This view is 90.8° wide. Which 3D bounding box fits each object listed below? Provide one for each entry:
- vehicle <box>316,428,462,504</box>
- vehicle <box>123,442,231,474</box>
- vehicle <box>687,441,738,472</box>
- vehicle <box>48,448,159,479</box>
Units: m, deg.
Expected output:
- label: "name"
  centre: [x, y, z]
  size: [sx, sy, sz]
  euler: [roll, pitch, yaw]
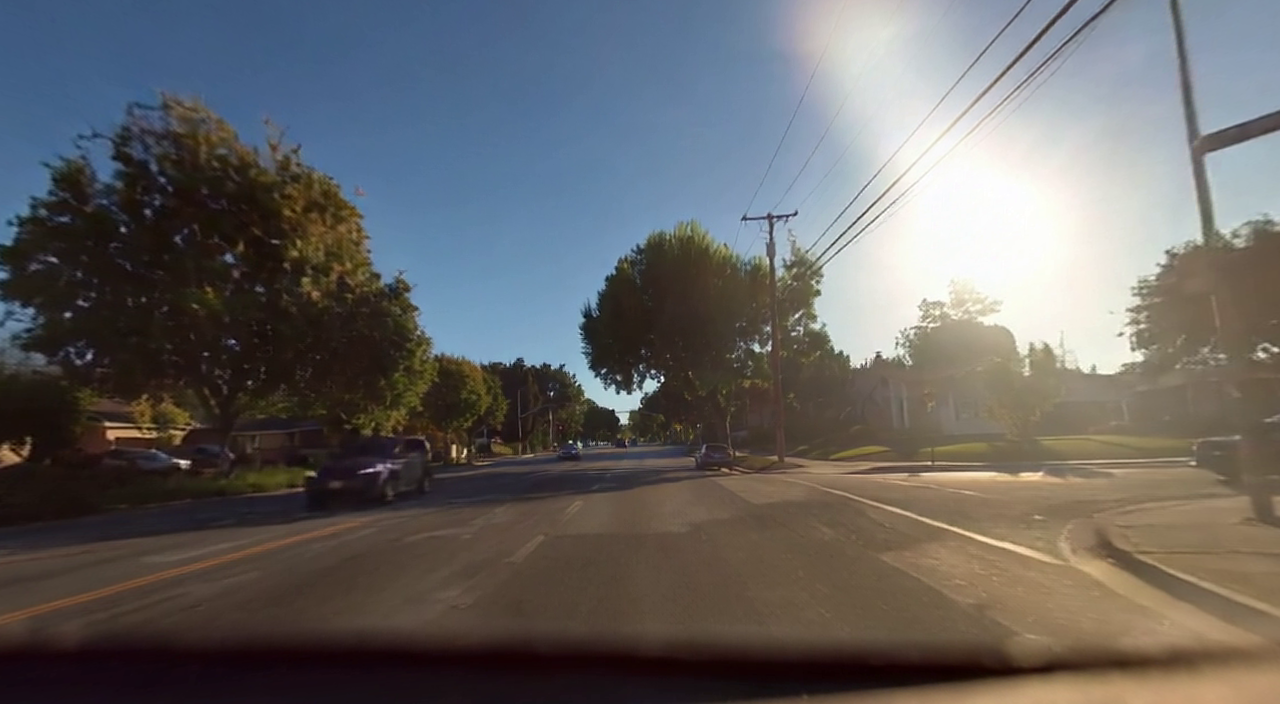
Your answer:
- label: "vehicle"
  centre: [-6.750, 3.126, 17.738]
  size: [2.092, 1.810, 4.882]
  euler: [0, -8, 0]
- label: "vehicle"
  centre: [-28.589, 6.550, 39.133]
  size: [4.750, 1.845, 2.382]
  euler: [0, -8, -1]
- label: "vehicle"
  centre: [3.750, 5.465, 33.318]
  size: [2.031, 1.500, 4.590]
  euler: [0, -8, -1]
- label: "vehicle"
  centre: [-28.361, 5.906, 33.535]
  size: [1.780, 1.467, 3.992]
  euler: [-2, -10, 21]
